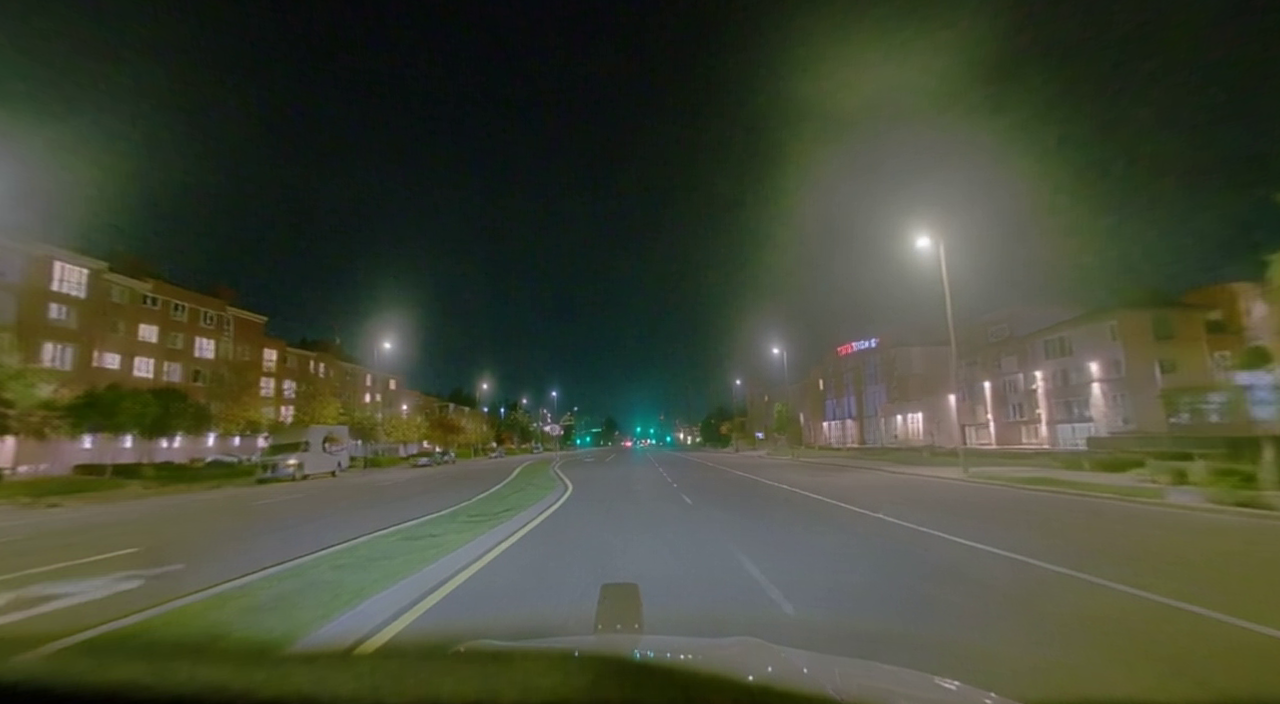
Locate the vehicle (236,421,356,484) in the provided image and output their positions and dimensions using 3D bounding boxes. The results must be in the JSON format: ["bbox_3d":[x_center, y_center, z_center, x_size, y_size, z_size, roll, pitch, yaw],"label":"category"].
[{"bbox_3d":[-19.388,5.697,36.168,2.834,3.225,6.752,-1,-9,2],"label":"vehicle"}]
